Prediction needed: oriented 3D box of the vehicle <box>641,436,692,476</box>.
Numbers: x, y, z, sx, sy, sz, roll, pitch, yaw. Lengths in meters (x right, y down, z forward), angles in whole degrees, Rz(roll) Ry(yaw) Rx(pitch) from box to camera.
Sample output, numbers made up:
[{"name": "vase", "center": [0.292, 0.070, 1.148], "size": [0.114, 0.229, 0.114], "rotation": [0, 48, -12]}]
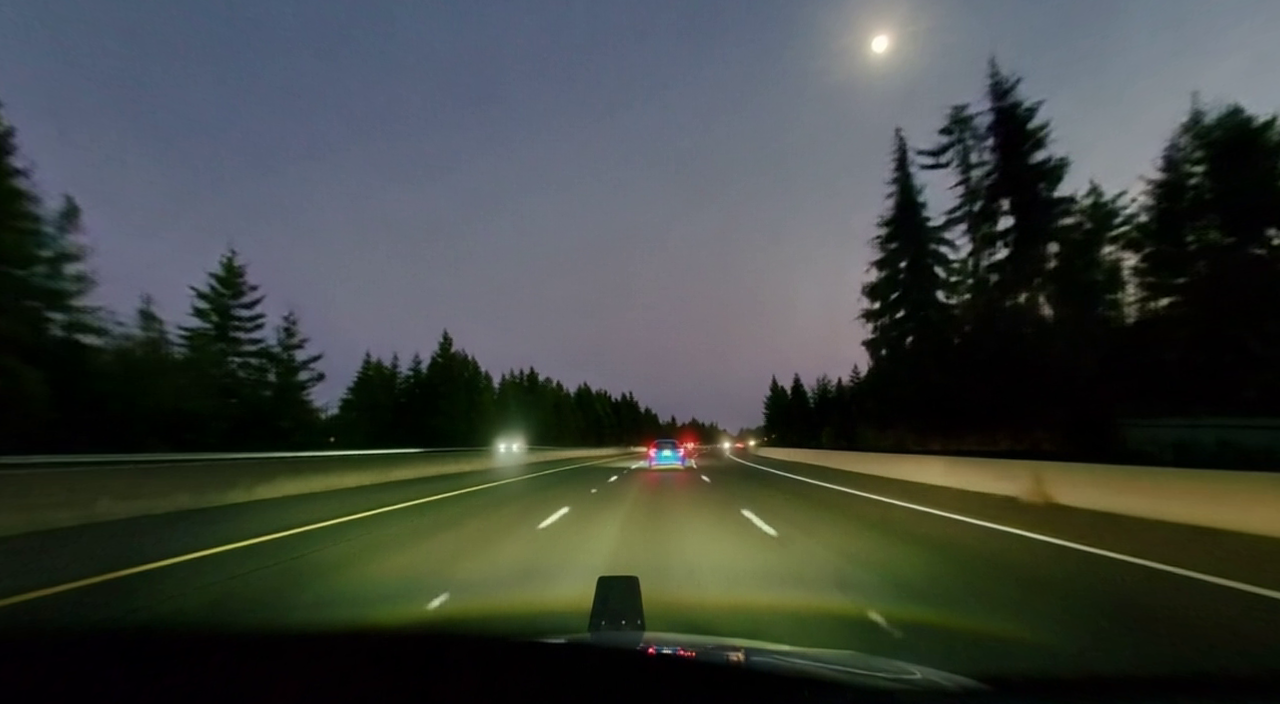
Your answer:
[{"name": "vehicle", "center": [1.216, 4.680, 28.482], "size": [2.133, 1.686, 4.203], "rotation": [-1, -8, 3]}]
